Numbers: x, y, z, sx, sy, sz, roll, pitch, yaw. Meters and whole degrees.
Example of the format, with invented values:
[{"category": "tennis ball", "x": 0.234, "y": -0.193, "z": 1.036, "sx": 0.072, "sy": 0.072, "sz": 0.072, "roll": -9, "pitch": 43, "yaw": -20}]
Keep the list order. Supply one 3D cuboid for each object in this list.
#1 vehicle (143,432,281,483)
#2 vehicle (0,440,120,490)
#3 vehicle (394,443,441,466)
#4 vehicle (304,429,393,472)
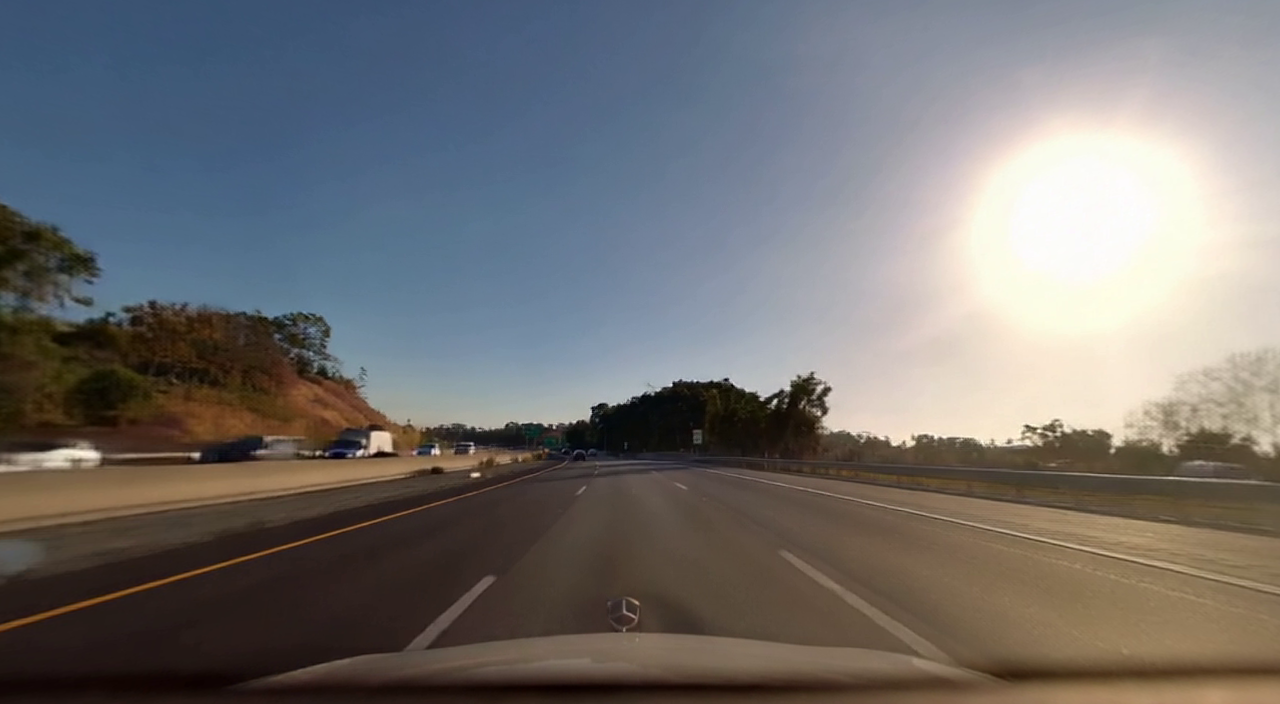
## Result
[{"category": "vehicle", "x": -14.713, "y": 3.658, "z": 21.896, "sx": 1.865, "sy": 1.563, "sz": 4.196, "roll": 0, "pitch": -9, "yaw": 0}, {"category": "vehicle", "x": -20.389, "y": 3.744, "z": 20.981, "sx": 1.893, "sy": 1.472, "sz": 4.785, "roll": 0, "pitch": -9, "yaw": -1}, {"category": "vehicle", "x": -16.117, "y": 7.438, "z": 45.560, "sx": 1.906, "sy": 1.558, "sz": 4.561, "roll": 0, "pitch": -9, "yaw": -3}, {"category": "vehicle", "x": -15.231, "y": 5.225, "z": 33.195, "sx": 2.201, "sy": 2.054, "sz": 5.510, "roll": 0, "pitch": -9, "yaw": -2}]
